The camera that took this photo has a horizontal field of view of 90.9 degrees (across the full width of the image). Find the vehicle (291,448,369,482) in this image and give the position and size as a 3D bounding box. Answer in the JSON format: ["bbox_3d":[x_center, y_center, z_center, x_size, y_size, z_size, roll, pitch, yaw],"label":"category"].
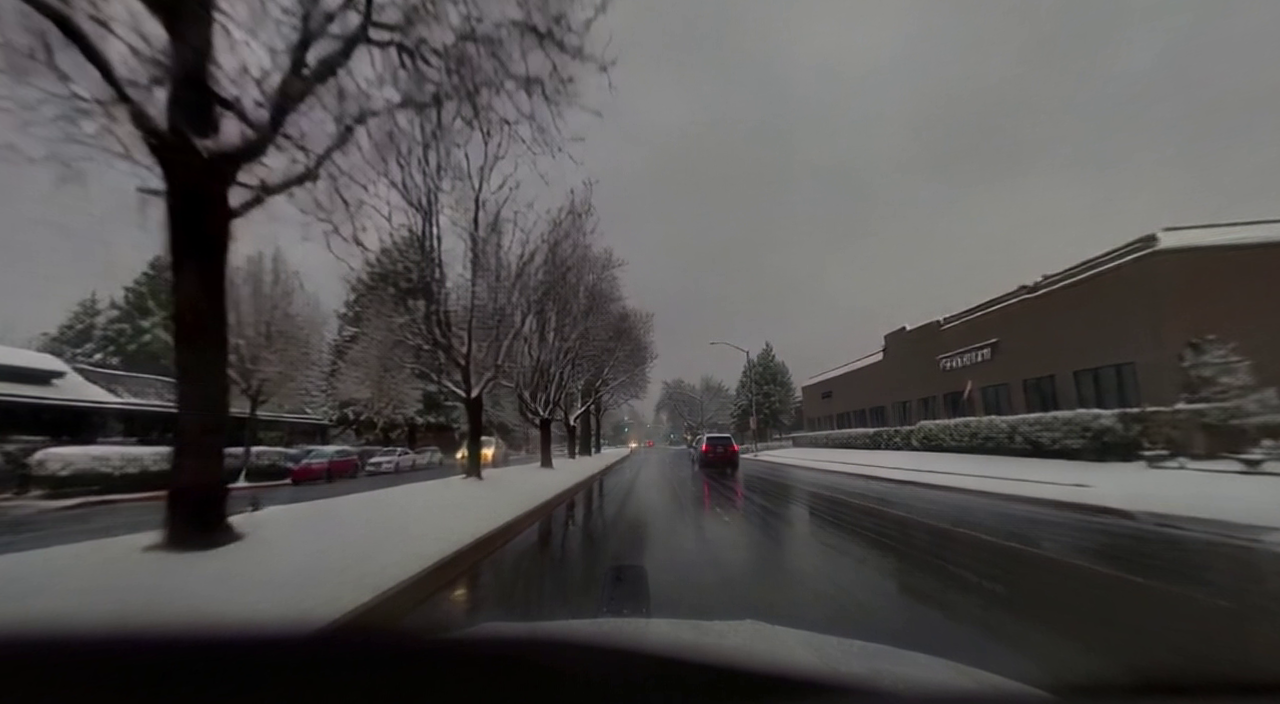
[{"bbox_3d":[-16.310,5.923,33.426,1.848,1.641,4.644,0,-8,-1],"label":"vehicle"}]

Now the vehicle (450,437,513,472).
[{"bbox_3d":[-8.295,5.388,33.397,2.040,1.729,4.566,0,-8,2],"label":"vehicle"}]

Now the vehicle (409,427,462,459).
[{"bbox_3d":[-13.597,6.109,42.279,2.005,2.034,4.904,0,-8,-1],"label":"vehicle"}]

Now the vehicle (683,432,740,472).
[{"bbox_3d":[3.314,4.757,30.138,2.143,1.759,4.378,0,-8,-1],"label":"vehicle"}]
